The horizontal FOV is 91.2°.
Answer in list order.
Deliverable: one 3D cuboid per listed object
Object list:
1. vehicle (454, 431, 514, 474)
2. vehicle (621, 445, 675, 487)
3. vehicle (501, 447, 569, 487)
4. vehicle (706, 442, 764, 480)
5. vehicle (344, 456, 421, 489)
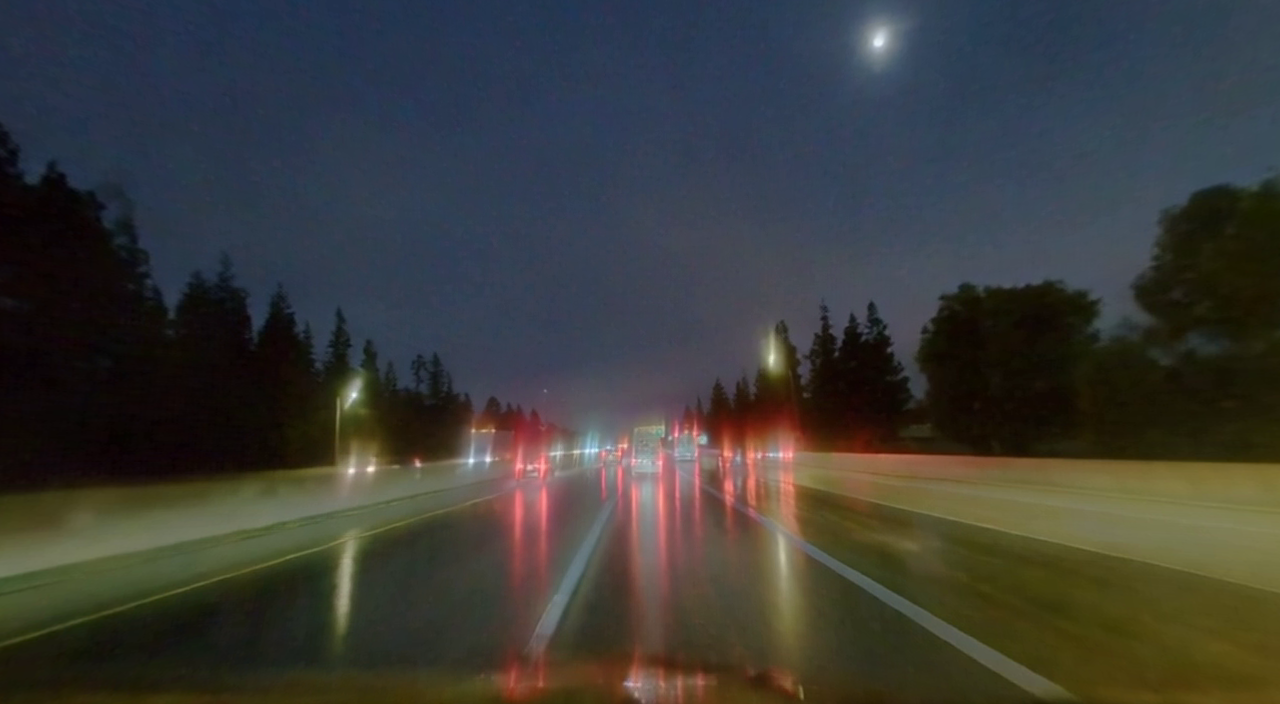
[{"bbox_3d":[-12.176,7.923,49.692,2.653,3.121,6.846,-1,-9,3],"label":"vehicle"},{"bbox_3d":[0.287,4.604,25.664,2.015,1.526,4.286,0,-9,0],"label":"vehicle"},{"bbox_3d":[-4.206,4.689,25.829,1.967,1.473,4.439,0,-9,1],"label":"vehicle"},{"bbox_3d":[4.402,5.113,29.596,2.018,1.639,4.149,0,-9,-1],"label":"vehicle"},{"bbox_3d":[-12.695,5.948,31.232,1.923,1.488,4.501,0,-9,1],"label":"vehicle"}]
